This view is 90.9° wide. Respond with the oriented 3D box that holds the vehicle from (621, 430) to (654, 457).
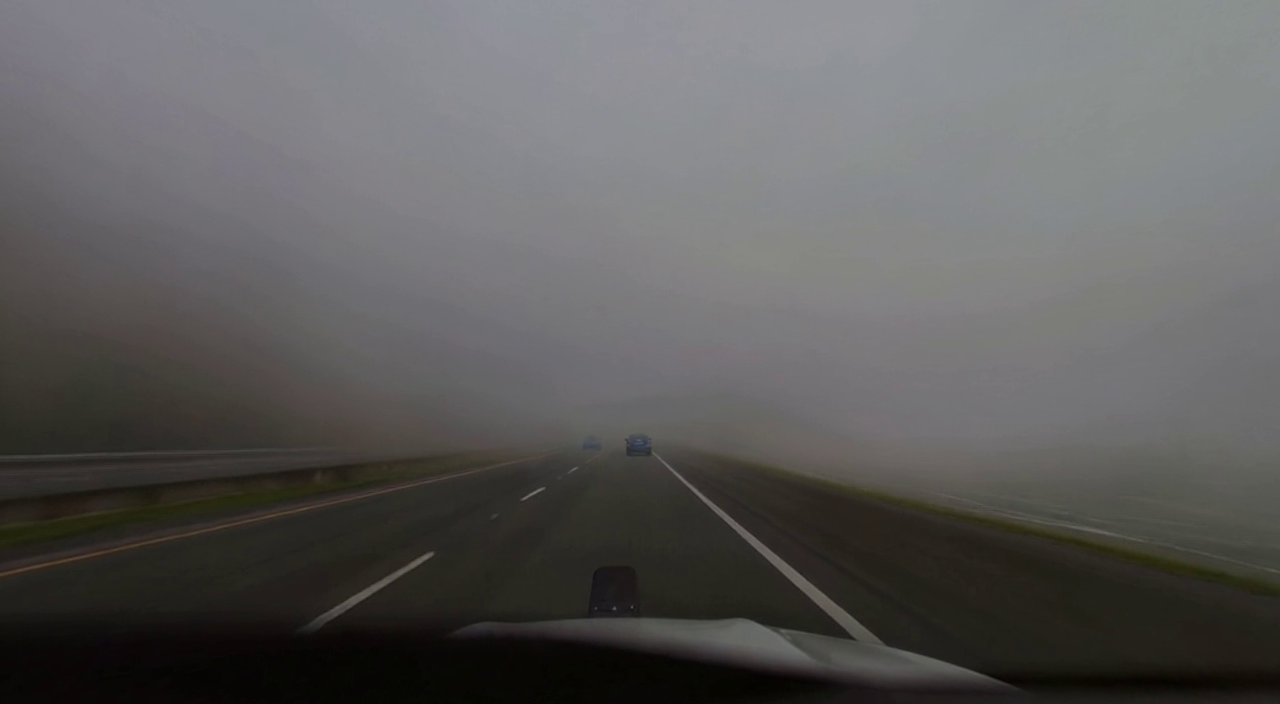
[{"bbox_3d":[-0.189,5.945,41.014,2.041,1.618,3.898,0,-8,-1],"label":"vehicle"}]
